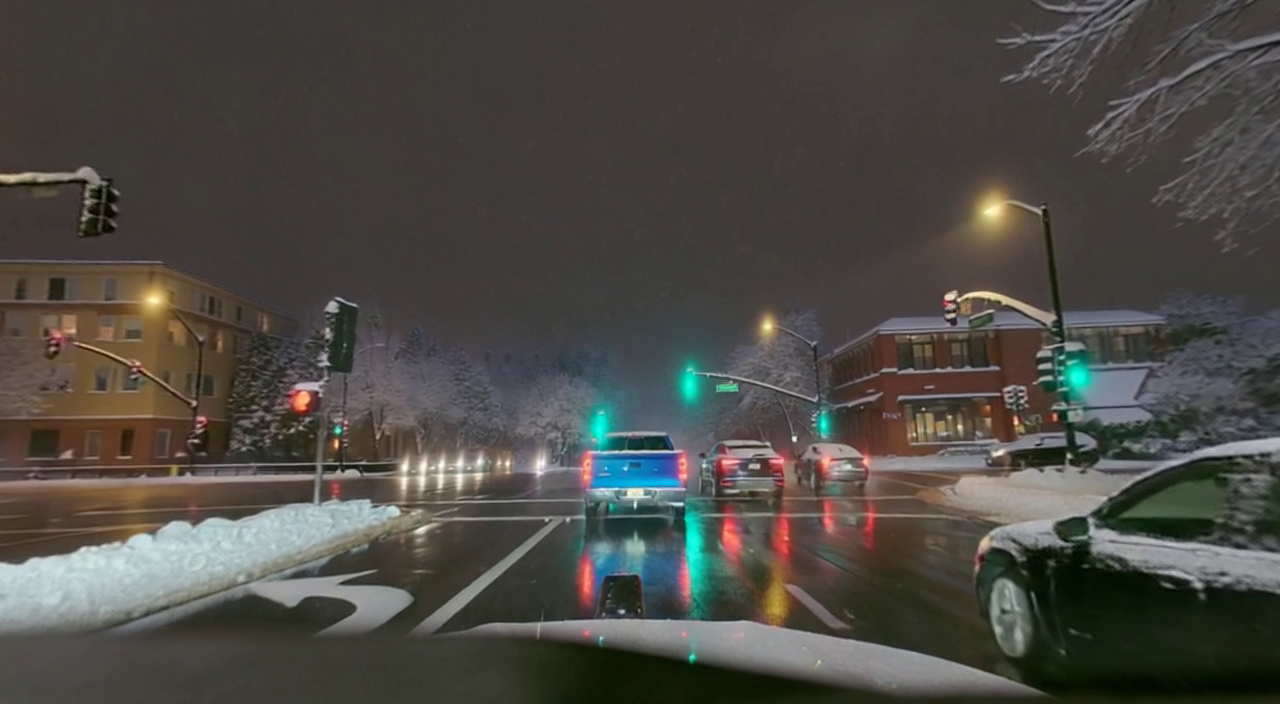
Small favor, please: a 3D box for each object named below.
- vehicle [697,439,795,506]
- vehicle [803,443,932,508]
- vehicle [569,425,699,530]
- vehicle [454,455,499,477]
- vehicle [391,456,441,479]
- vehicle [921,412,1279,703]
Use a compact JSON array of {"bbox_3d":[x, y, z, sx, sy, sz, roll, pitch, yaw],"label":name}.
[{"bbox_3d":[3.043,3.559,19.179,2.013,1.742,4.424,0,-8,-2],"label":"vehicle"},{"bbox_3d":[6.428,3.501,18.435,2.002,1.651,4.305,0,-8,-2],"label":"vehicle"},{"bbox_3d":[-0.192,2.618,13.813,2.344,1.883,4.572,0,-8,-2],"label":"vehicle"},{"bbox_3d":[-11.797,8.239,45.832,1.989,1.459,4.667,0,-8,0],"label":"vehicle"},{"bbox_3d":[-15.848,8.193,44.957,1.915,1.491,4.347,0,-8,0],"label":"vehicle"},{"bbox_3d":[3.227,1.010,2.637,2.057,1.463,4.365,0,-8,-1],"label":"vehicle"}]
